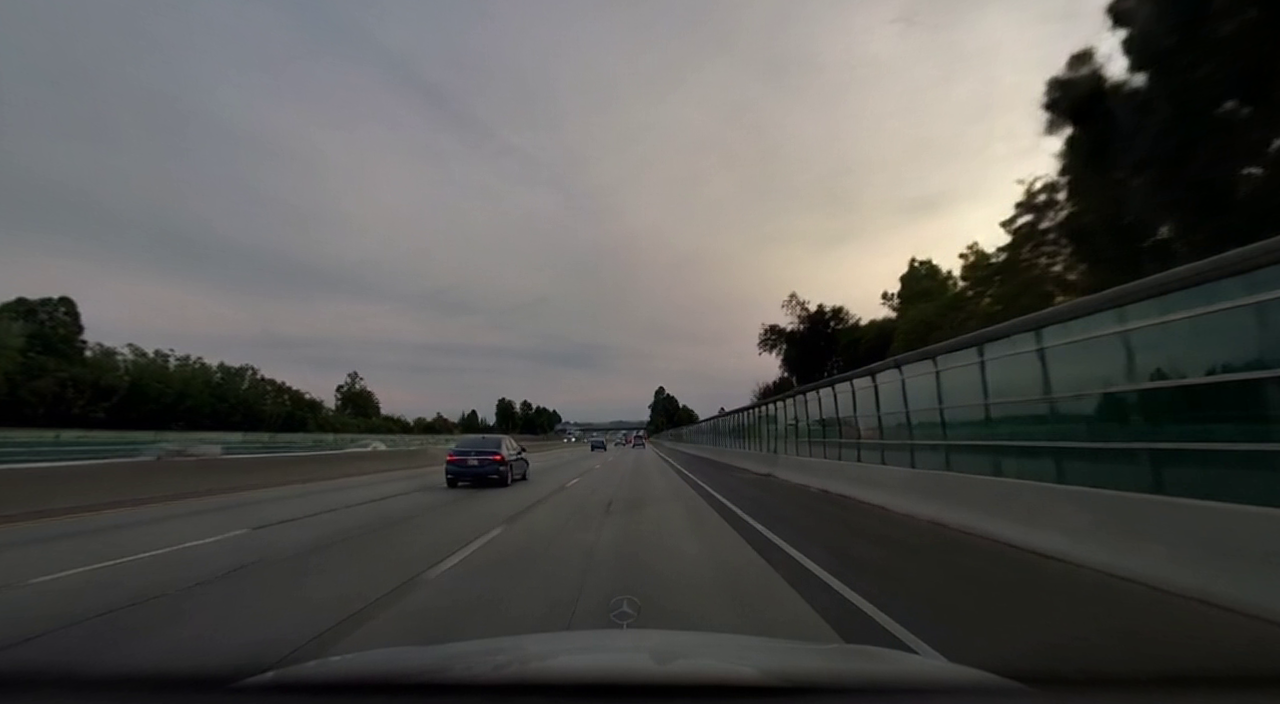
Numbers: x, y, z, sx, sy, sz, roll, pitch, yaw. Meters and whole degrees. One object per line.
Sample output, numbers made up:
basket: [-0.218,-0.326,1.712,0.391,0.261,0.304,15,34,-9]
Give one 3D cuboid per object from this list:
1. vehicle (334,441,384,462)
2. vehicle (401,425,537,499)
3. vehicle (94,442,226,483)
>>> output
vehicle: [-21.260,7.496,47.609,1.865,1.505,4.095,0,-8,0]
vehicle: [-3.939,2.618,15.355,2.059,1.541,4.296,0,-8,1]
vehicle: [-19.717,4.513,26.107,1.883,1.516,4.543,0,-8,0]
